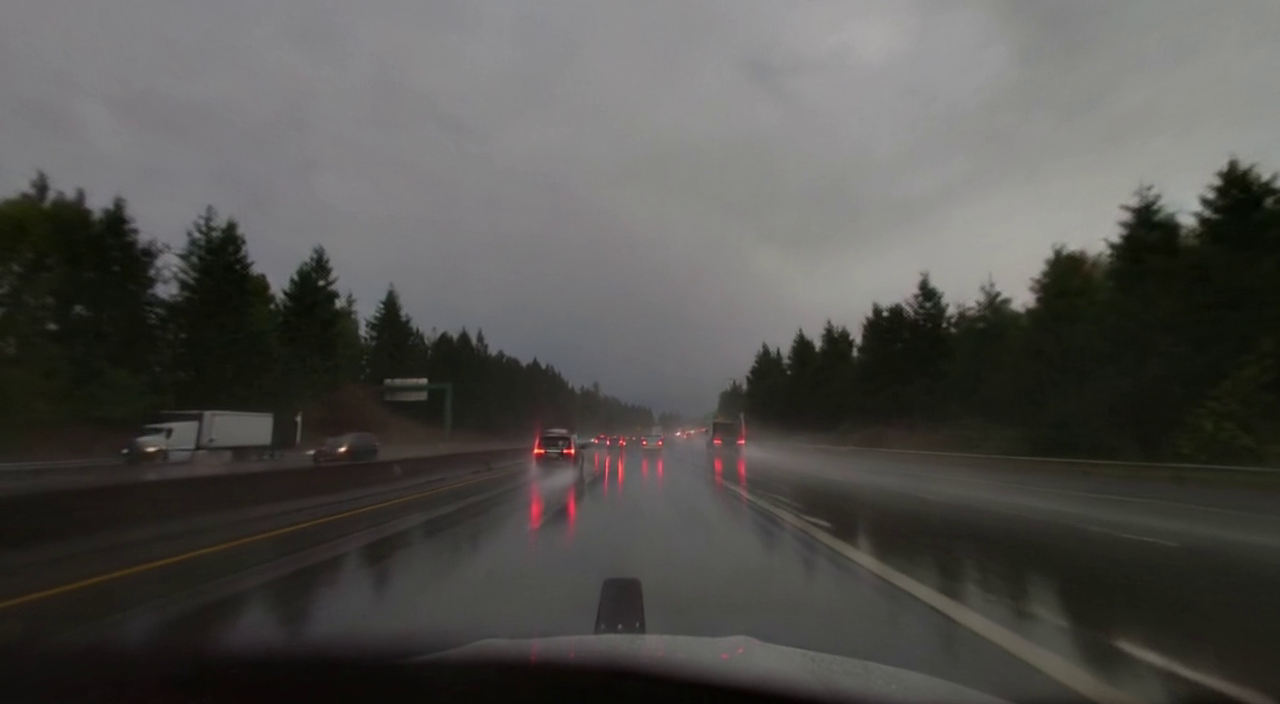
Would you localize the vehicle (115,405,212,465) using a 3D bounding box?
[{"bbox_3d":[-31.574,5.521,41.973,3.154,3.765,3.782,0,-7,3],"label":"vehicle"}]

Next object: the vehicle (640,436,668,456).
[{"bbox_3d":[1.048,7.021,47.245,2.004,1.465,3.842,0,-8,0],"label":"vehicle"}]

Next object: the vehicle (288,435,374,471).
[{"bbox_3d":[-15.710,5.137,32.365,2.000,1.692,4.497,0,-8,2],"label":"vehicle"}]

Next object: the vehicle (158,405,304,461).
[{"bbox_3d":[-31.581,6.452,49.744,3.007,3.823,12.412,0,-8,1],"label":"vehicle"}]

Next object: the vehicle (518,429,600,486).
[{"bbox_3d":[-2.424,3.273,19.985,2.137,1.618,4.209,0,-8,-1],"label":"vehicle"}]
